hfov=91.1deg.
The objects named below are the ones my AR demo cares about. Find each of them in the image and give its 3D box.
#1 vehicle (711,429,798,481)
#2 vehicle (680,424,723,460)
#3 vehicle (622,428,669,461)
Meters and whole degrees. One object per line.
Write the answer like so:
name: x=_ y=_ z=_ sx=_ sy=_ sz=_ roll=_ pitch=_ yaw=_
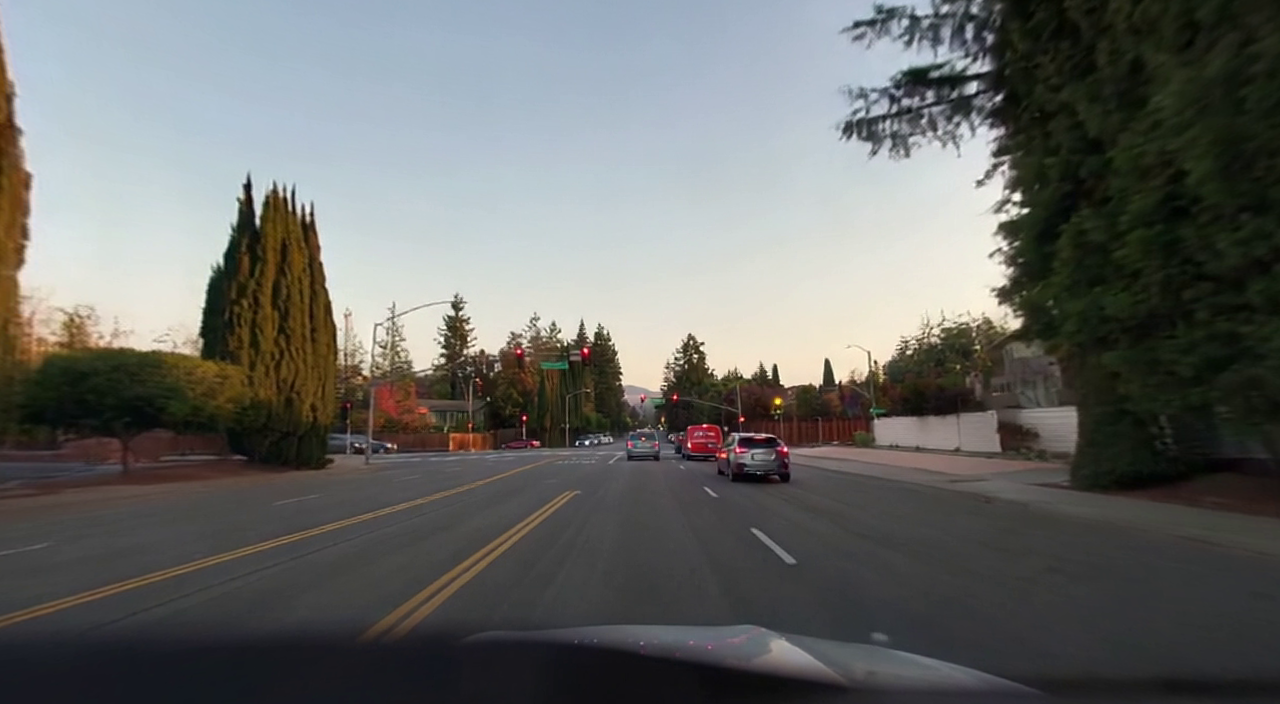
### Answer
vehicle: x=3.588 y=3.333 z=20.534 sx=1.934 sy=1.506 sz=4.544 roll=0 pitch=-8 yaw=-1
vehicle: x=3.485 y=5.189 z=36.203 sx=2.059 sy=1.924 sz=4.257 roll=0 pitch=-8 yaw=0
vehicle: x=0.328 y=4.849 z=33.004 sx=2.321 sy=1.624 sz=4.367 roll=0 pitch=-8 yaw=1
